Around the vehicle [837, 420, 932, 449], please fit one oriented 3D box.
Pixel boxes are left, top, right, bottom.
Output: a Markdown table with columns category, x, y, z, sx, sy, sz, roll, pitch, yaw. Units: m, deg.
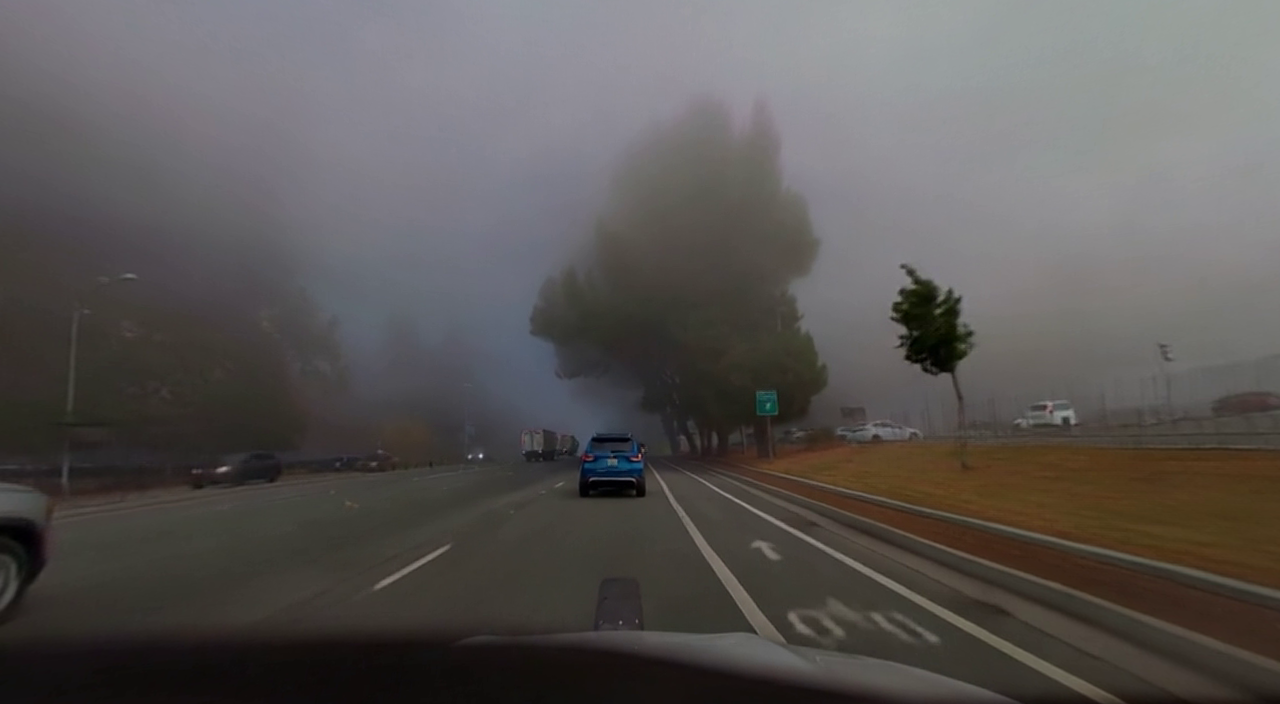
| category | x | y | z | sx | sy | sz | roll | pitch | yaw |
| --- | --- | --- | --- | --- | --- | --- | --- | --- | --- |
| vehicle | 12.793 | 4.355 | 33.244 | 4.204 | 1.486 | 1.781 | 0 | -8 | -1 |

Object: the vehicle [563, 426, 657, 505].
| category | x | y | z | sx | sy | sz | roll | pitch | yaw |
| --- | --- | --- | --- | --- | --- | --- | --- | --- | --- |
| vehicle | -0.715 | 2.895 | 16.489 | 2.131 | 1.761 | 4.242 | 0 | -9 | -1 |

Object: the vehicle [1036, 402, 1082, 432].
| category | x | y | z | sx | sy | sz | roll | pitch | yaw |
| --- | --- | --- | --- | --- | --- | --- | --- | --- | --- |
| vehicle | 26.505 | 4.185 | 40.081 | 1.895 | 1.576 | 4.434 | -6 | -11 | 28 |

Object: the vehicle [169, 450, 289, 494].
| category | x | y | z | sx | sy | sz | roll | pitch | yaw |
| --- | --- | --- | --- | --- | --- | --- | --- | --- | --- |
| vehicle | -17.306 | 5.036 | 26.932 | 1.978 | 1.620 | 4.642 | 0 | -9 | 0 |
